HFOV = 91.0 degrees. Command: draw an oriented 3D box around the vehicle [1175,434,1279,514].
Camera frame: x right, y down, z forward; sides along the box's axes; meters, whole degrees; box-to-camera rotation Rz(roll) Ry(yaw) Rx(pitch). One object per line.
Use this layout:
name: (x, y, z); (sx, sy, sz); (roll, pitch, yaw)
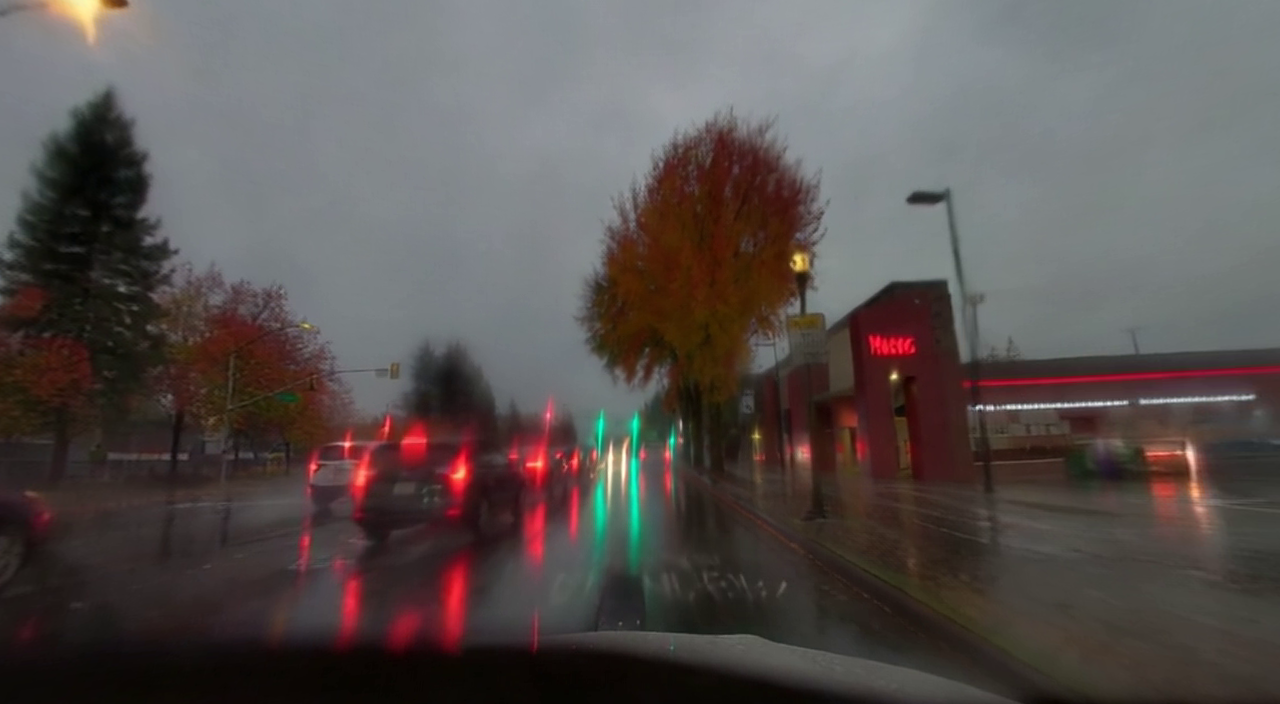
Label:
vehicle: (14.754, 2.643, 13.643); (1.963, 1.703, 4.447); (2, -9, -10)

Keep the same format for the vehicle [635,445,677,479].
vehicle: (0.866, 6.044, 34.817); (2.144, 1.704, 4.028); (0, -9, 1)

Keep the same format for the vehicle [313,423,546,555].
vehicle: (-3.053, 2.112, 10.432); (2.165, 1.663, 4.513); (0, -9, 2)

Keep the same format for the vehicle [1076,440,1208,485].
vehicle: (20.607, 4.553, 26.141); (1.917, 1.675, 4.450); (0, -9, 3)
